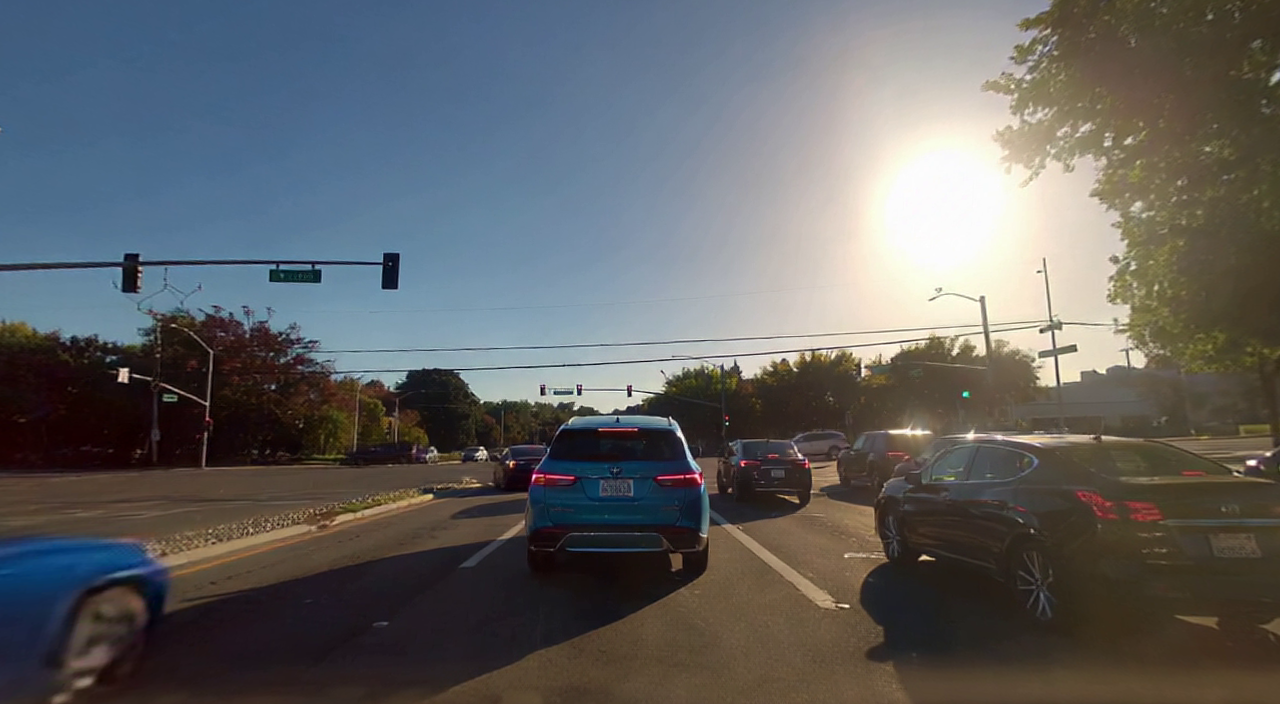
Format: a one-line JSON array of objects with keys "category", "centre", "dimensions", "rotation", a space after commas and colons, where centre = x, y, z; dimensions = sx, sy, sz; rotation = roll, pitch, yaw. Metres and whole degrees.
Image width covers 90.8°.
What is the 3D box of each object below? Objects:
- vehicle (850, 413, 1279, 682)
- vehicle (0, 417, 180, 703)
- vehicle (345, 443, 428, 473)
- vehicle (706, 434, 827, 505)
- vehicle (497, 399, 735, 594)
[{"category": "vehicle", "centre": [3.612, 1.397, 5.693], "dimensions": [1.861, 1.478, 4.185], "rotation": [0, -8, -2]}, {"category": "vehicle", "centre": [-3.680, 0.816, 1.333], "dimensions": [2.063, 1.454, 4.553], "rotation": [0, -8, -2]}, {"category": "vehicle", "centre": [-16.170, 6.714, 40.263], "dimensions": [4.972, 1.794, 2.186], "rotation": [-5, -10, 29]}, {"category": "vehicle", "centre": [2.960, 2.856, 15.770], "dimensions": [1.950, 1.506, 4.086], "rotation": [0, -8, -3]}, {"category": "vehicle", "centre": [-0.274, 1.560, 7.625], "dimensions": [2.101, 1.707, 3.904], "rotation": [0, -8, -2]}]
